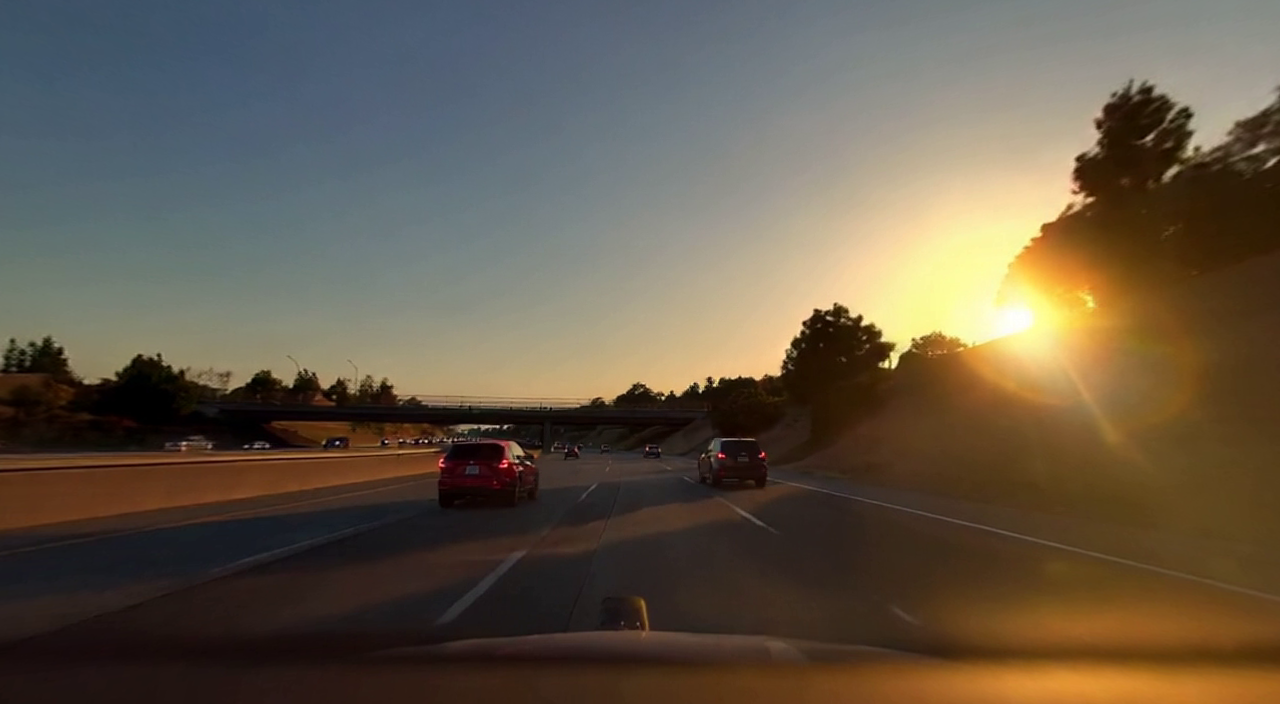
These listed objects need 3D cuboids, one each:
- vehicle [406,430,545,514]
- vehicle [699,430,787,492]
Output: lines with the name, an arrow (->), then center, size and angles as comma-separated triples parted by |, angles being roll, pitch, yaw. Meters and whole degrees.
vehicle -> -3.812, 2.889, 15.561 | 2.214, 1.743, 4.465 | 0, -9, 0
vehicle -> 3.366, 3.688, 21.632 | 2.153, 1.860, 4.689 | 0, -9, -1
